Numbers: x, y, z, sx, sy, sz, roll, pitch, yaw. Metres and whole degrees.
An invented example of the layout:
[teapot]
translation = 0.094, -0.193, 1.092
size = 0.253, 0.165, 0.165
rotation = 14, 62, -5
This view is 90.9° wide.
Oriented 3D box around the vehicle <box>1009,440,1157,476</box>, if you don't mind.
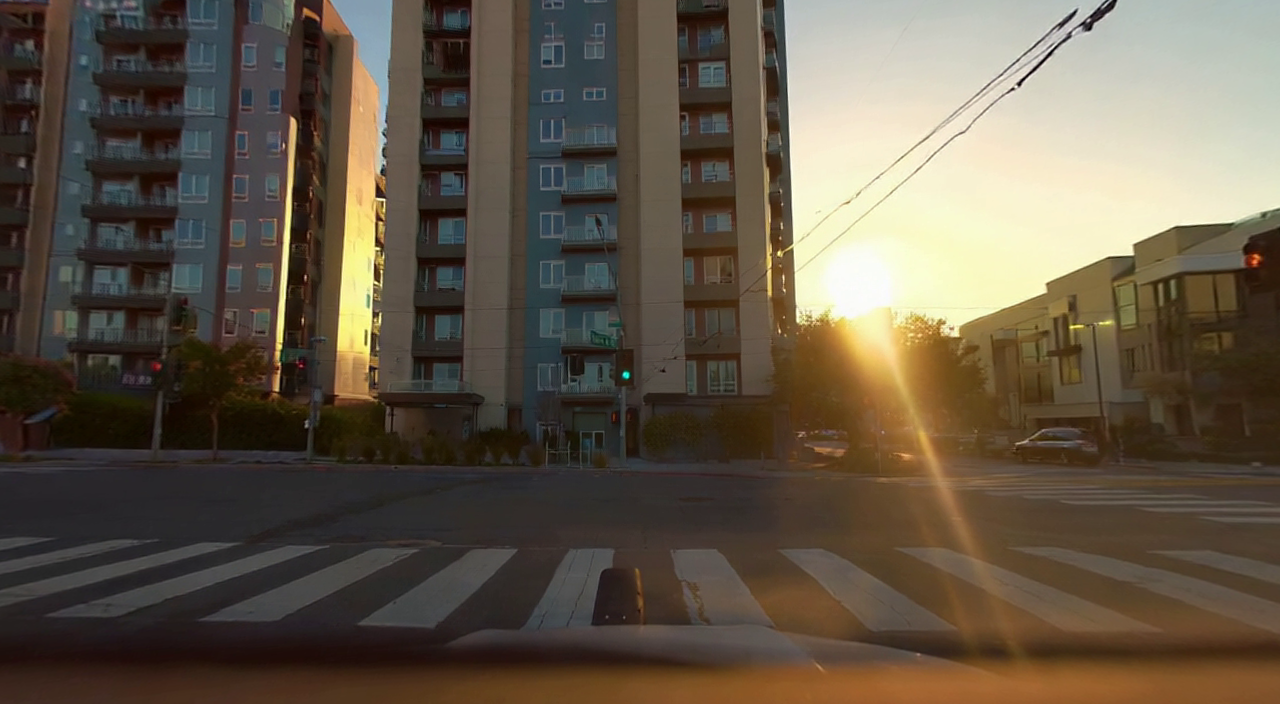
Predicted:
[vehicle]
translation = 18.623, 4.461, 26.677
size = 4.823, 1.458, 1.914
rotation = 0, -9, -1
